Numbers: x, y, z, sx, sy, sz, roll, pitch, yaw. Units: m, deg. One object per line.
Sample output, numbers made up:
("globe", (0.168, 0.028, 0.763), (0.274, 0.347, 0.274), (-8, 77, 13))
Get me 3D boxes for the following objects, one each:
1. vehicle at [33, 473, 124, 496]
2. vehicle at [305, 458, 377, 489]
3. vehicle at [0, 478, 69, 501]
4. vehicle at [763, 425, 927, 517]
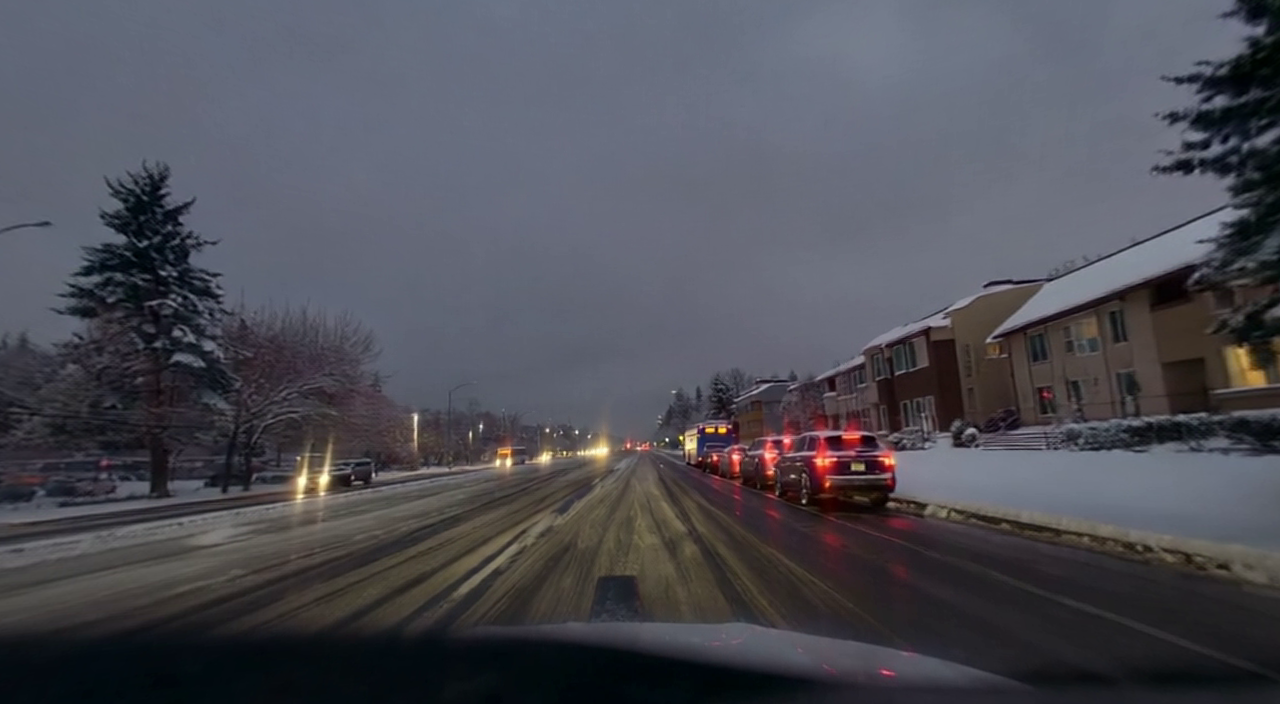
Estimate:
("vehicle", (-41.462, 9.770, 46.732), (4.609, 1.553, 2.129), (0, -9, -2))
("vehicle", (-19.586, 7.949, 41.678), (2.166, 1.804, 4.897), (-1, -8, 3))
("vehicle", (-42.206, 9.389, 43.293), (4.357, 1.435, 1.816), (0, -9, 0))
("vehicle", (4.430, 2.646, 14.618), (2.094, 1.731, 4.763), (0, -8, -1))
